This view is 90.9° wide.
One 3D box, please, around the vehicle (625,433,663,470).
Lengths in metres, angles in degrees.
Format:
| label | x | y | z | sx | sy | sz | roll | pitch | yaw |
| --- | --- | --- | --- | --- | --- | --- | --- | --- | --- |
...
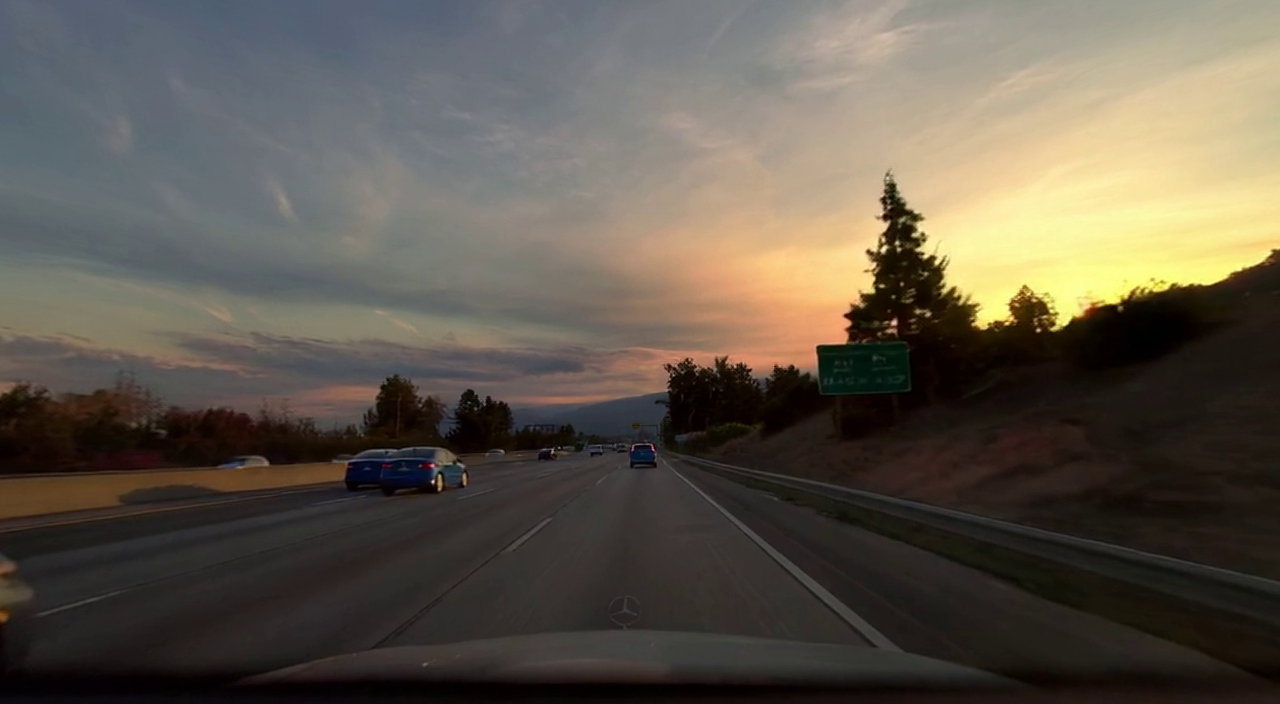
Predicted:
| label | x | y | z | sx | sy | sz | roll | pitch | yaw |
| --- | --- | --- | --- | --- | --- | --- | --- | --- | --- |
| vehicle | 0.238 | 6.313 | 40.168 | 2.318 | 2.145 | 4.561 | 0 | -8 | 0 |

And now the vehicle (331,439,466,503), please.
| label | x | y | z | sx | sy | sz | roll | pitch | yaw |
| --- | --- | --- | --- | --- | --- | --- | --- | --- | --- |
| vehicle | -6.694 | 3.326 | 18.109 | 2.116 | 1.570 | 4.377 | 0 | -8 | 0 |

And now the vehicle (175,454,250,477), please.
| label | x | y | z | sx | sy | sz | roll | pitch | yaw |
| --- | --- | --- | --- | --- | --- | --- | --- | --- | --- |
| vehicle | -30.145 | 8.003 | 44.650 | 2.019 | 1.499 | 4.688 | 0 | -8 | 1 |
